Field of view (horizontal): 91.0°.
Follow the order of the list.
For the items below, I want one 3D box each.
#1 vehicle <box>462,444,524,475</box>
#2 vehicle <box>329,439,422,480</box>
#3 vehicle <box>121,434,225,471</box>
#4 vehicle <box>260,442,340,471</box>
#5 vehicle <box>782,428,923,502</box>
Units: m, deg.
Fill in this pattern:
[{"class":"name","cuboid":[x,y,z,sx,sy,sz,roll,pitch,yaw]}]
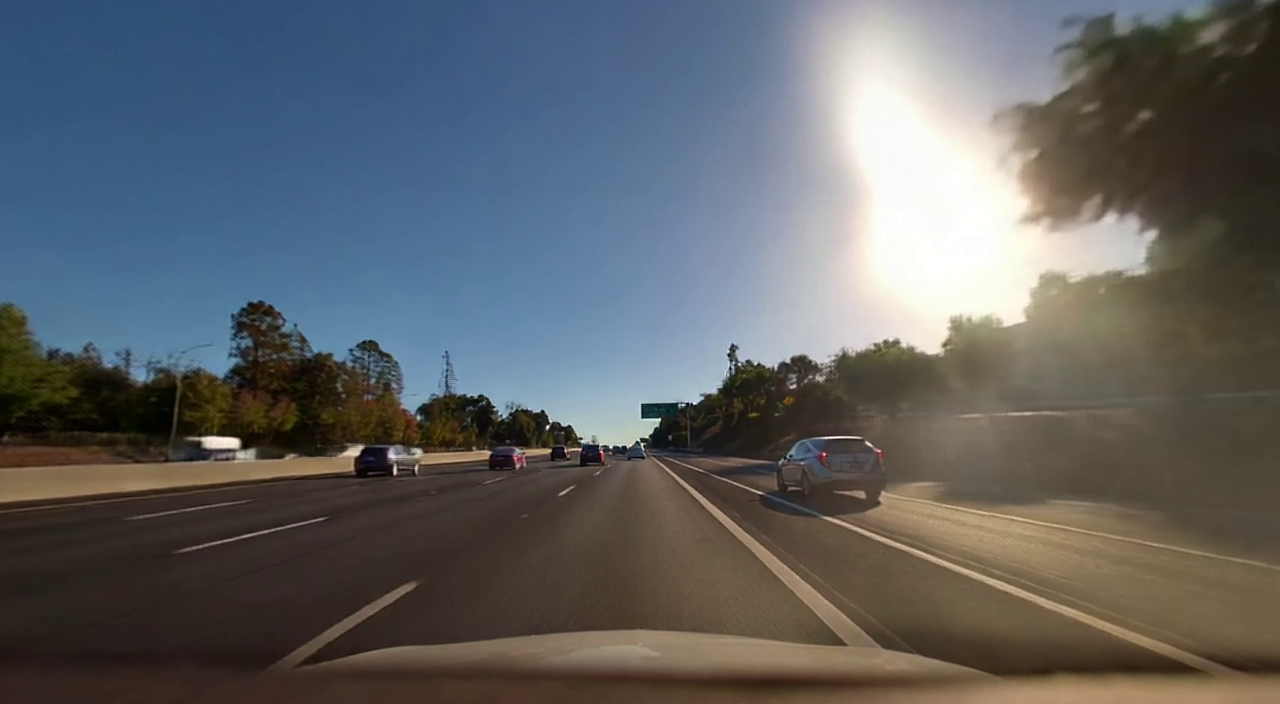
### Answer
[{"class":"vehicle","cuboid":[-7.515,5.552,32.718,2.071,1.486,4.703,0,-9,1]},{"class":"vehicle","cuboid":[-11.440,4.675,27.636,2.107,1.628,4.446,0,-9,1]},{"class":"vehicle","cuboid":[-25.169,5.446,34.223,2.038,1.812,4.691,0,-9,0]},{"class":"vehicle","cuboid":[-21.291,6.573,39.727,2.030,1.647,5.293,0,-9,1]},{"class":"vehicle","cuboid":[5.805,3.173,18.058,2.259,1.816,4.862,0,-9,-1]}]
